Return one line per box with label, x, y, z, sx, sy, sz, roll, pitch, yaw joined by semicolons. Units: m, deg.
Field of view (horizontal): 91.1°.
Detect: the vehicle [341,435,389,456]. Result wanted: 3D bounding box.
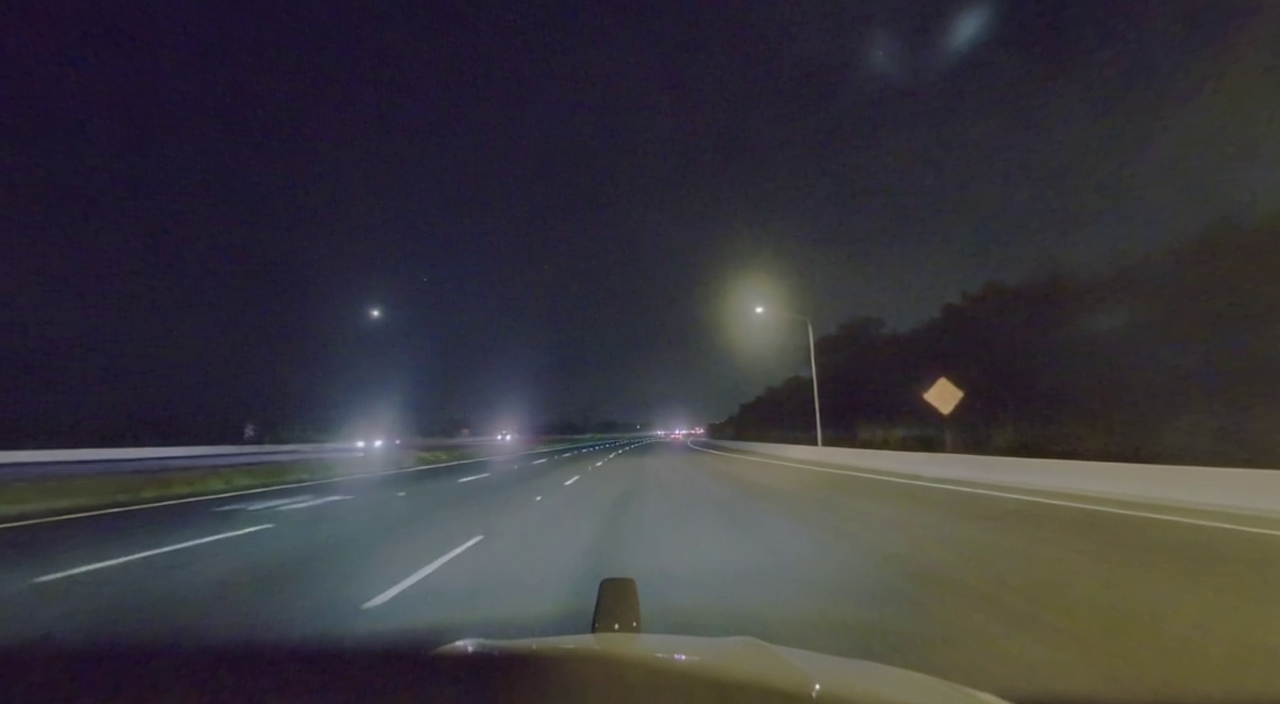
vehicle;-21.295;7.239;48.849;1.826;1.518;4.178;0;-8;1
